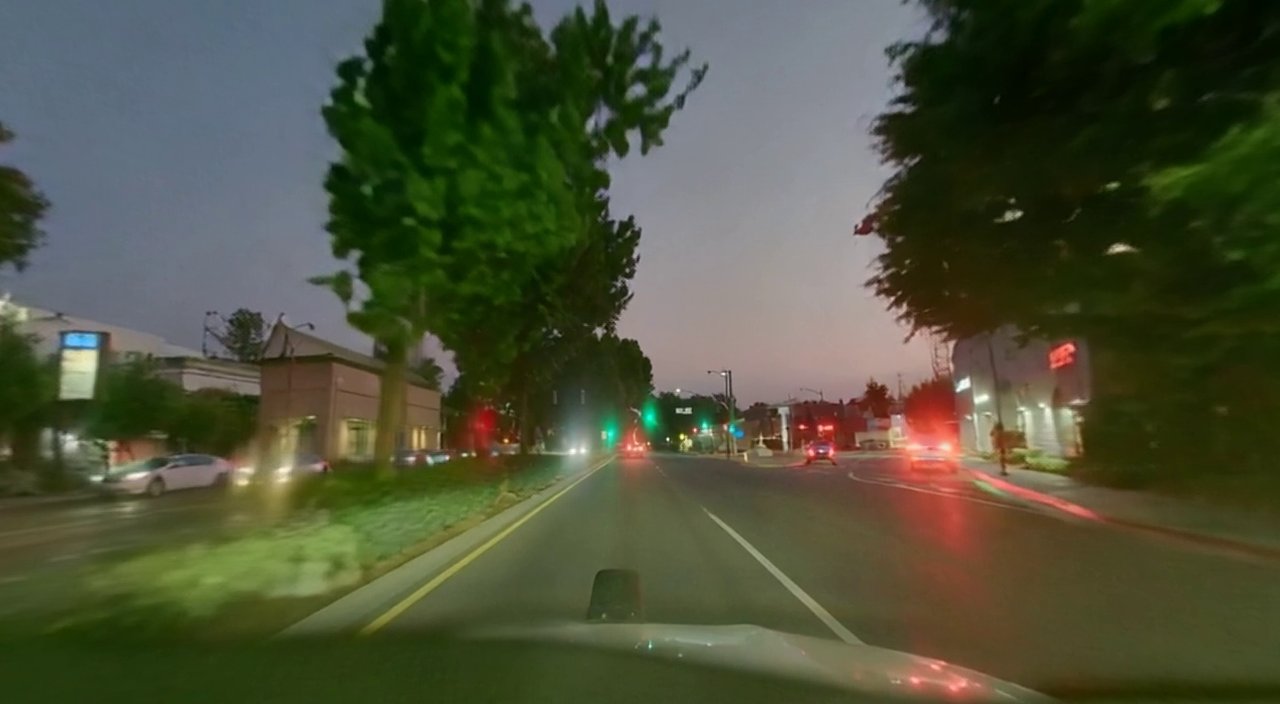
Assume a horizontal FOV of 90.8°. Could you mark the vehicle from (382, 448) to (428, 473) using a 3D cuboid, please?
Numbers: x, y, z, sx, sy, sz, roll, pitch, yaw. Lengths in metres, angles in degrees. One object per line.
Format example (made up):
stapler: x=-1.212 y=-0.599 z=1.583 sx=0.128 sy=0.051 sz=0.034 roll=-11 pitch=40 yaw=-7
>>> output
vehicle: x=-16.690 y=7.683 z=45.105 sx=1.808 sy=1.670 sz=3.937 roll=0 pitch=-9 yaw=-1

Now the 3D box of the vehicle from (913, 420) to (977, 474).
vehicle: x=16.795 y=5.254 z=35.096 sx=2.311 sy=2.722 sz=5.823 roll=-3 pitch=-9 yaw=18

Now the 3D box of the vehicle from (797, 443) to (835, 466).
vehicle: x=12.391 y=7.161 z=44.266 sx=1.961 sy=1.485 sz=4.762 roll=-4 pitch=-9 yaw=22

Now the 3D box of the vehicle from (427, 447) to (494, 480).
vehicle: x=-8.718 y=5.423 z=31.064 sx=1.960 sy=1.461 sz=4.433 roll=0 pitch=-9 yaw=0

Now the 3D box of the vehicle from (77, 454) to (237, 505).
vehicle: x=-16.376 y=4.300 z=21.829 sx=1.856 sy=1.496 sz=4.686 roll=0 pitch=-9 yaw=-1

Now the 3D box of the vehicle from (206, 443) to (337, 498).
vehicle: x=-12.082 y=3.868 z=21.085 sx=1.883 sy=1.609 sz=4.102 roll=0 pitch=-9 yaw=-1
